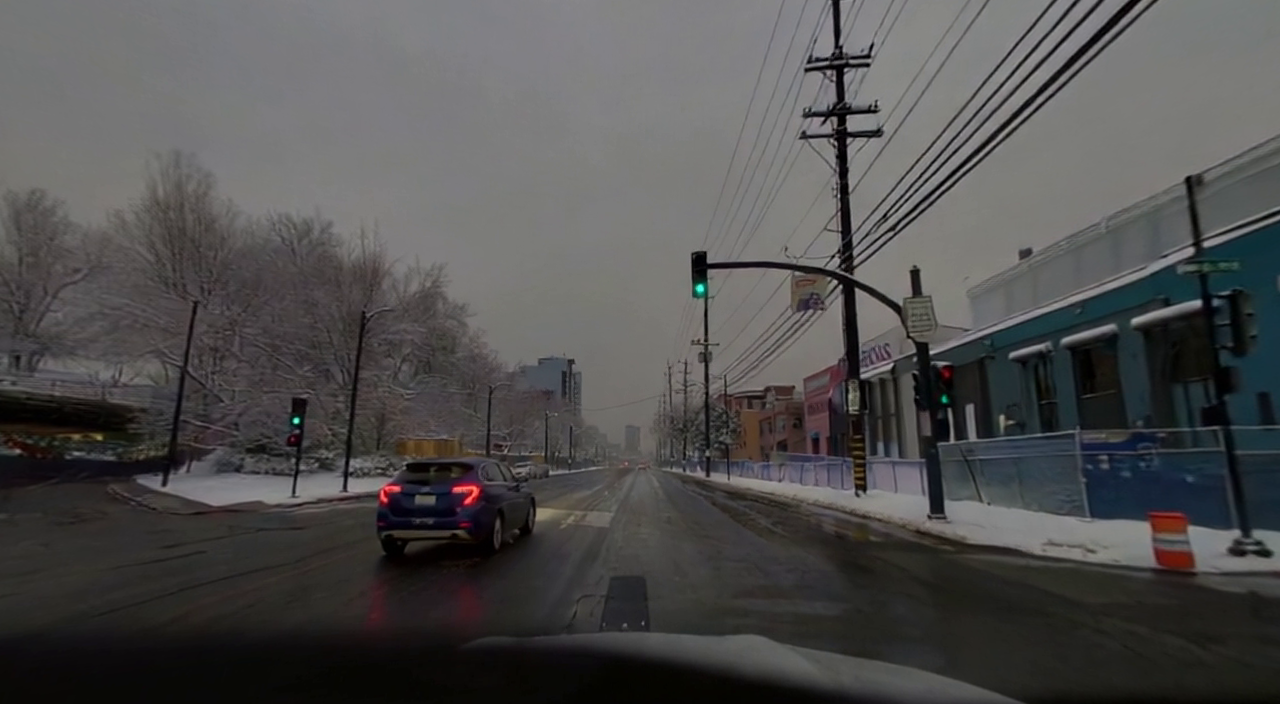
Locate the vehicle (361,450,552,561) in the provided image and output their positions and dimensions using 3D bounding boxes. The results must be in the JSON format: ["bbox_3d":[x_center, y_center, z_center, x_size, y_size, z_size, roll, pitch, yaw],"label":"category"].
[{"bbox_3d":[-2.995,2.647,11.496,2.036,1.589,4.549,0,-10,1],"label":"vehicle"}]
